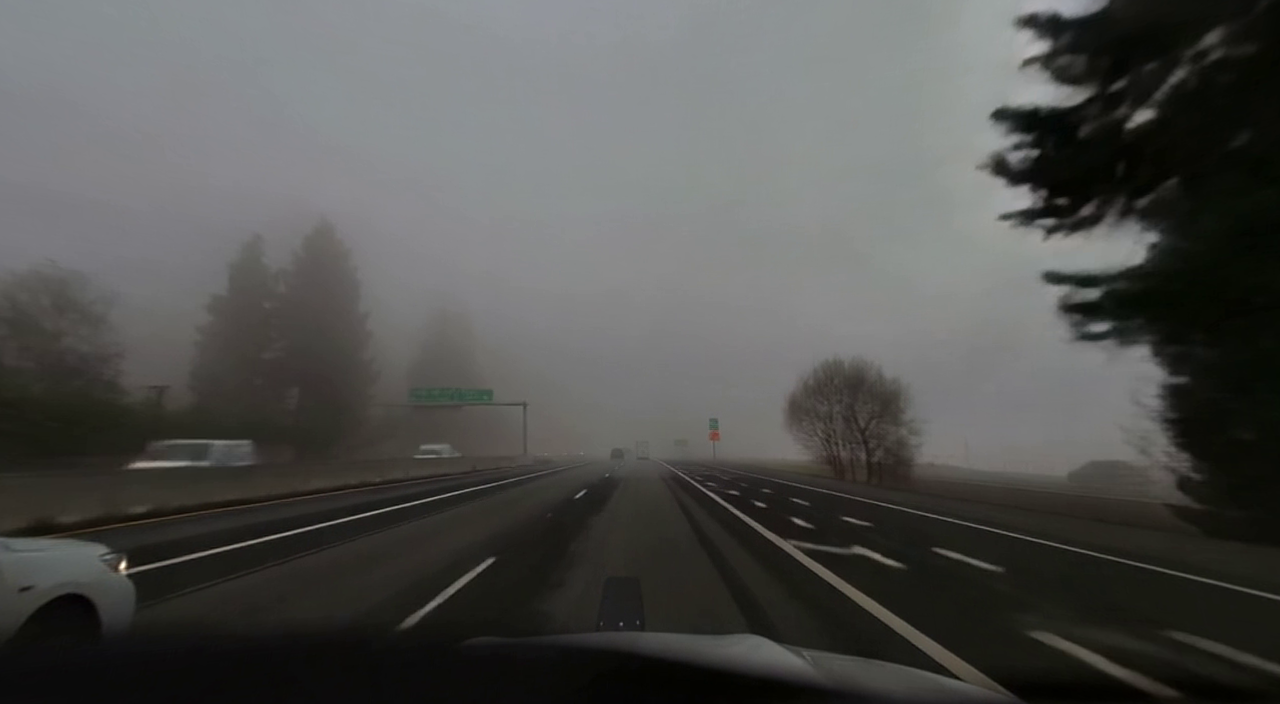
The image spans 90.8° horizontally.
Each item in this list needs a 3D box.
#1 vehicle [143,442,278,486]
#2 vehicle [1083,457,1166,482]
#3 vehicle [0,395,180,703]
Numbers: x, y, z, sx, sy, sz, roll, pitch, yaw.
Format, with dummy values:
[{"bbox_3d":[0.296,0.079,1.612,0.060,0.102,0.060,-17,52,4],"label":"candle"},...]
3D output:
[{"bbox_3d":[-16.221,4.249,24.197,2.033,1.526,4.528,0,-9,0],"label":"vehicle"},{"bbox_3d":[36.708,8.878,47.888,4.726,1.766,1.973,-8,-12,41],"label":"vehicle"},{"bbox_3d":[-4.078,0.855,2.012,1.988,1.585,4.215,0,-9,0],"label":"vehicle"}]
